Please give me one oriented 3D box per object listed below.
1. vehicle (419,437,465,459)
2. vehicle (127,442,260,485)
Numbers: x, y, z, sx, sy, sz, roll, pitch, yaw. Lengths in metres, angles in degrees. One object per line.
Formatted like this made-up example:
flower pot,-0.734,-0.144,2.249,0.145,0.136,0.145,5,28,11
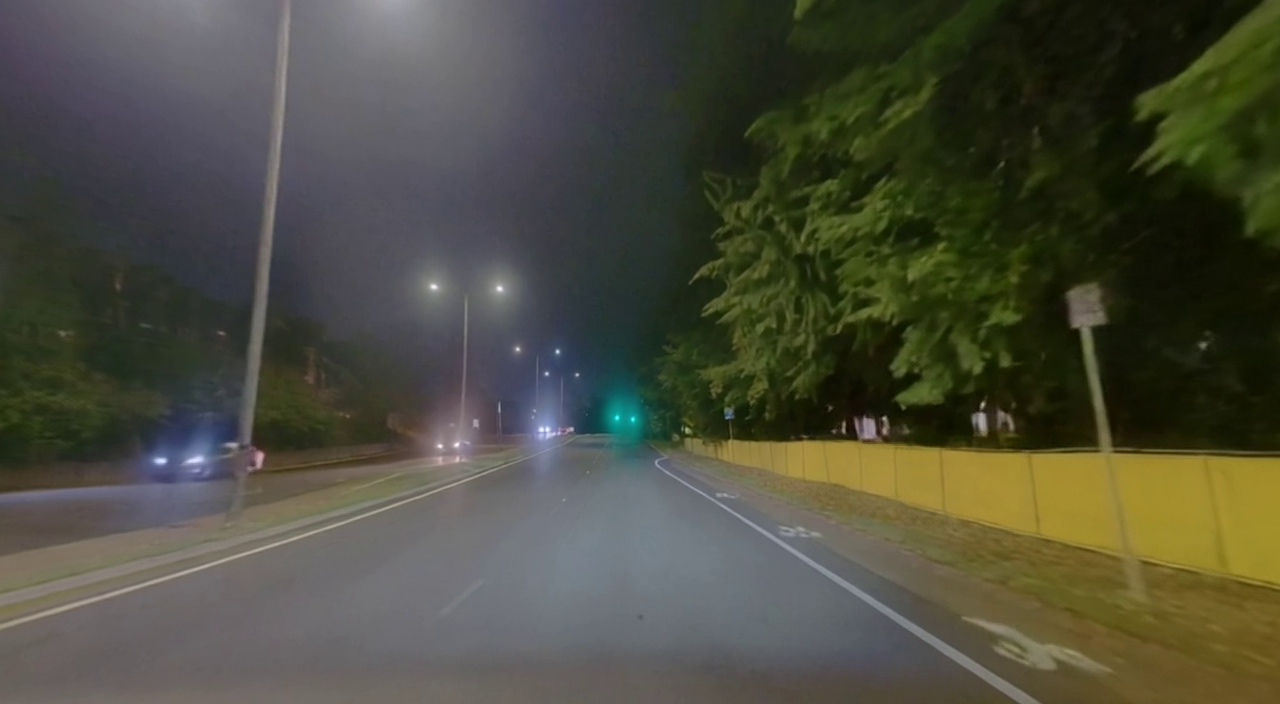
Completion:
vehicle,-14.683,7.171,47.188,1.969,1.563,4.648,0,-9,-1
vehicle,-17.559,4.402,25.204,1.892,1.521,4.641,0,-9,0
